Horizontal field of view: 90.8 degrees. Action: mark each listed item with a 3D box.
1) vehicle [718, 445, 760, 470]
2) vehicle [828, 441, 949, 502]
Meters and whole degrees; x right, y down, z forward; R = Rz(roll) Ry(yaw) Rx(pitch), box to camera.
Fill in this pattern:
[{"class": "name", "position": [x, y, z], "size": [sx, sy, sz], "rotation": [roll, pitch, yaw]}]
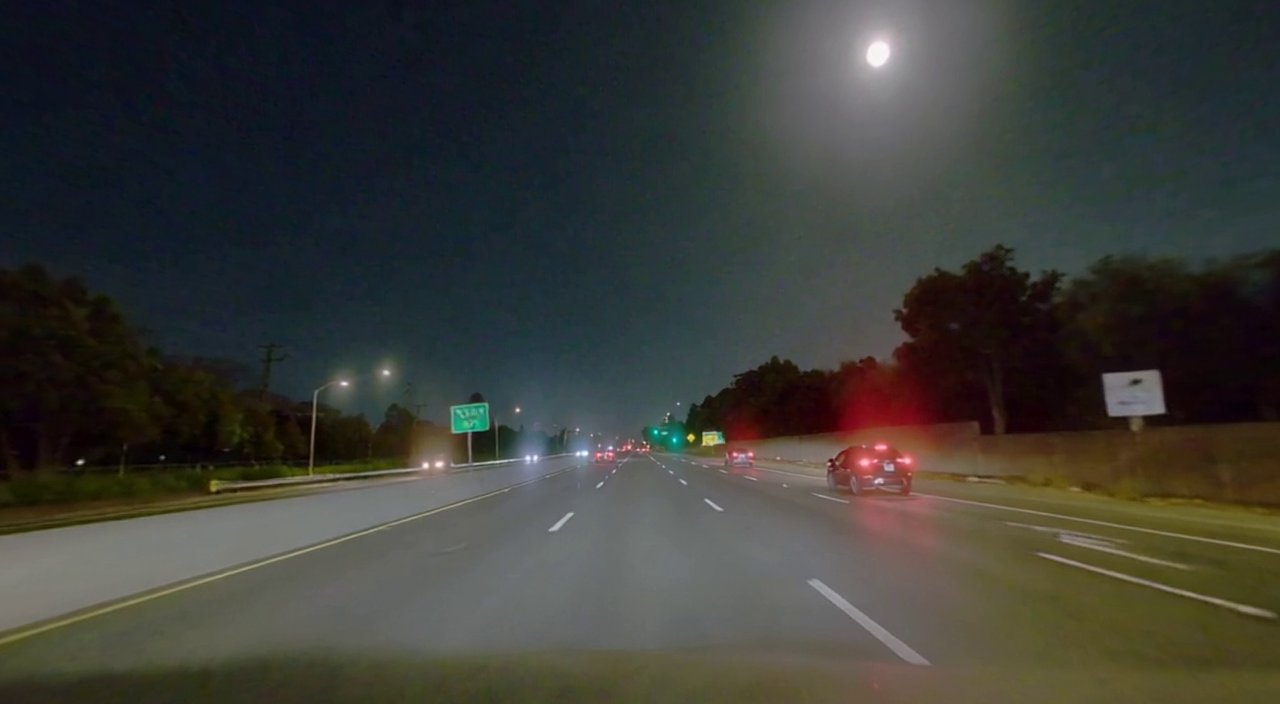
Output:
[{"class": "vehicle", "position": [6.598, 7.058, 42.560], "size": [1.987, 1.597, 4.463], "rotation": [0, -8, -2]}, {"class": "vehicle", "position": [6.764, 3.262, 17.648], "size": [1.838, 1.518, 3.713], "rotation": [0, -8, 0]}]
